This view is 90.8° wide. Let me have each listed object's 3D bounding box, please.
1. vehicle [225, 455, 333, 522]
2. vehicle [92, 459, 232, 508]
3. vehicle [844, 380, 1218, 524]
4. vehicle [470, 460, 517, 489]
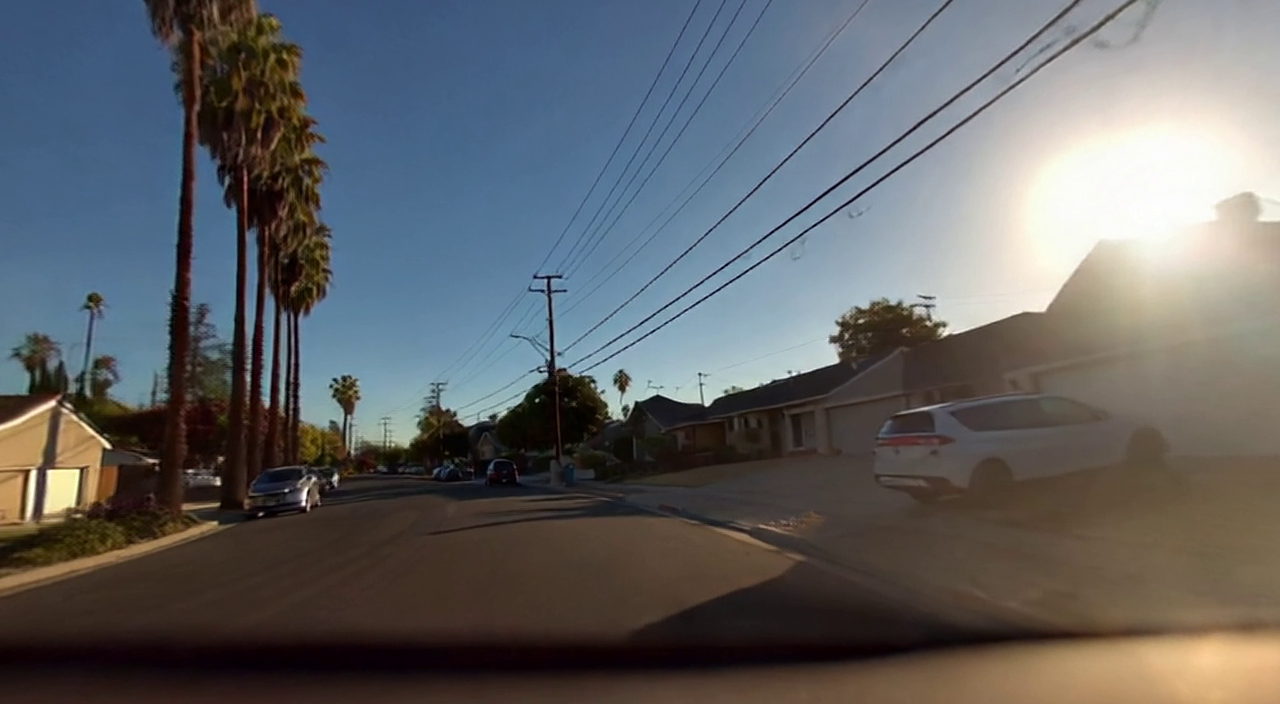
[{"bbox_3d":[-11.719,4.433,20.911,2.410,1.790,4.699,1,-10,-22],"label":"vehicle"},{"bbox_3d":[-19.748,5.429,26.304,4.060,1.843,1.979,2,-9,-16],"label":"vehicle"},{"bbox_3d":[6.526,1.689,10.871,5.102,2.040,2.472,2,-9,-14],"label":"vehicle"},{"bbox_3d":[-8.531,7.061,36.650,1.870,1.490,3.802,4,-10,-25],"label":"vehicle"}]
